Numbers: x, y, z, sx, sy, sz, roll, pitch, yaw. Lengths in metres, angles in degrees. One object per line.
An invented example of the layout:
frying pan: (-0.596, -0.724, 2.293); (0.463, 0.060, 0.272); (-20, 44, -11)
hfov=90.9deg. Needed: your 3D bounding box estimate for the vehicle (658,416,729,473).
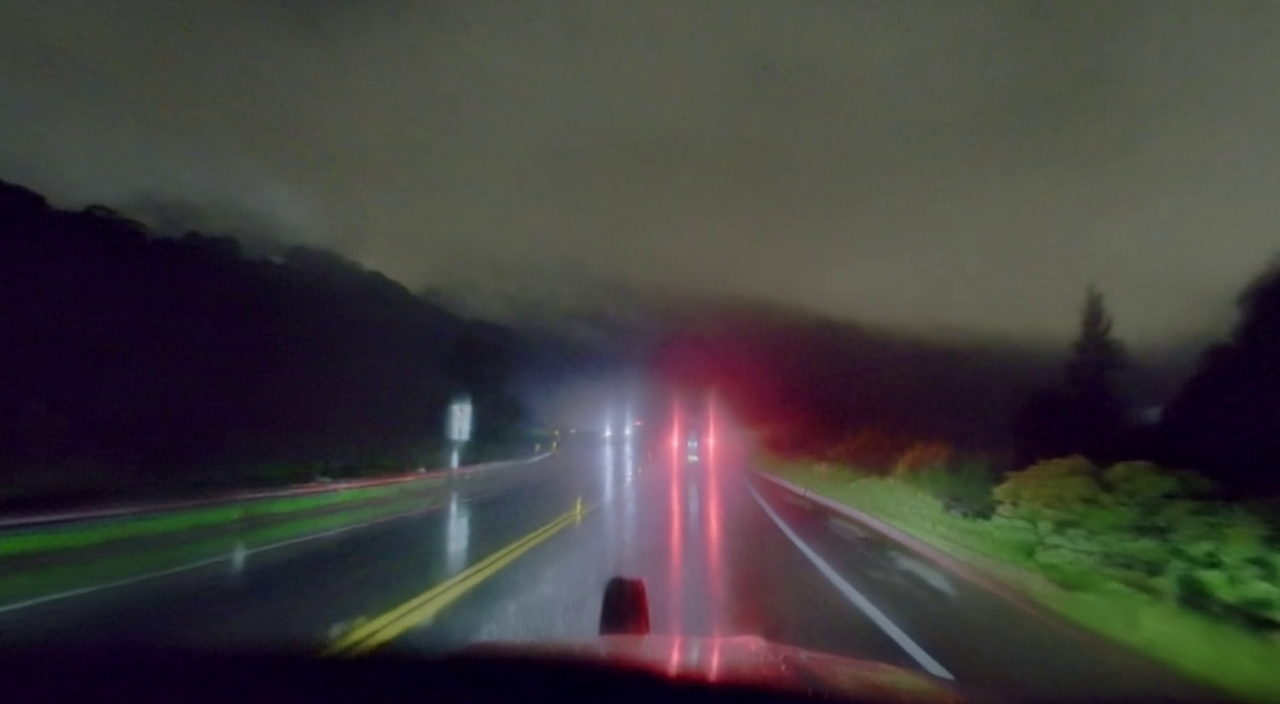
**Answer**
vehicle: (2.041, 3.696, 25.329); (2.500, 1.961, 5.637); (-1, -8, 3)
